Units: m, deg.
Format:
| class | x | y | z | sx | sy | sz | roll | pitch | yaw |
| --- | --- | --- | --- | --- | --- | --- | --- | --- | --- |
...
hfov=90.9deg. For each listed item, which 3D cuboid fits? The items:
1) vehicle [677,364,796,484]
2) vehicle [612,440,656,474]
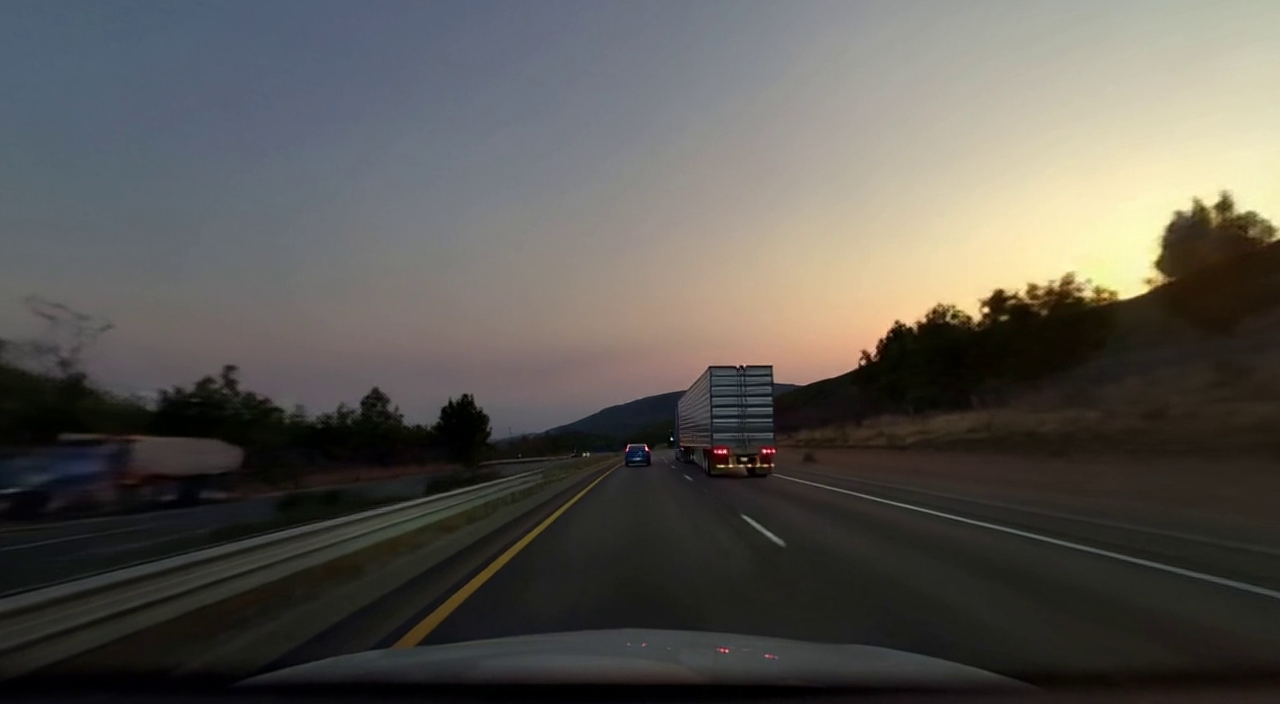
| class | x | y | z | sx | sy | sz | roll | pitch | yaw |
| --- | --- | --- | --- | --- | --- | --- | --- | --- | --- |
| vehicle | 3.828 | 3.673 | 30.005 | 2.929 | 4.158 | 15.921 | 0 | -9 | -1 |
| vehicle | -0.265 | 5.071 | 30.754 | 1.968 | 1.515 | 4.025 | 0 | -8 | 0 |
